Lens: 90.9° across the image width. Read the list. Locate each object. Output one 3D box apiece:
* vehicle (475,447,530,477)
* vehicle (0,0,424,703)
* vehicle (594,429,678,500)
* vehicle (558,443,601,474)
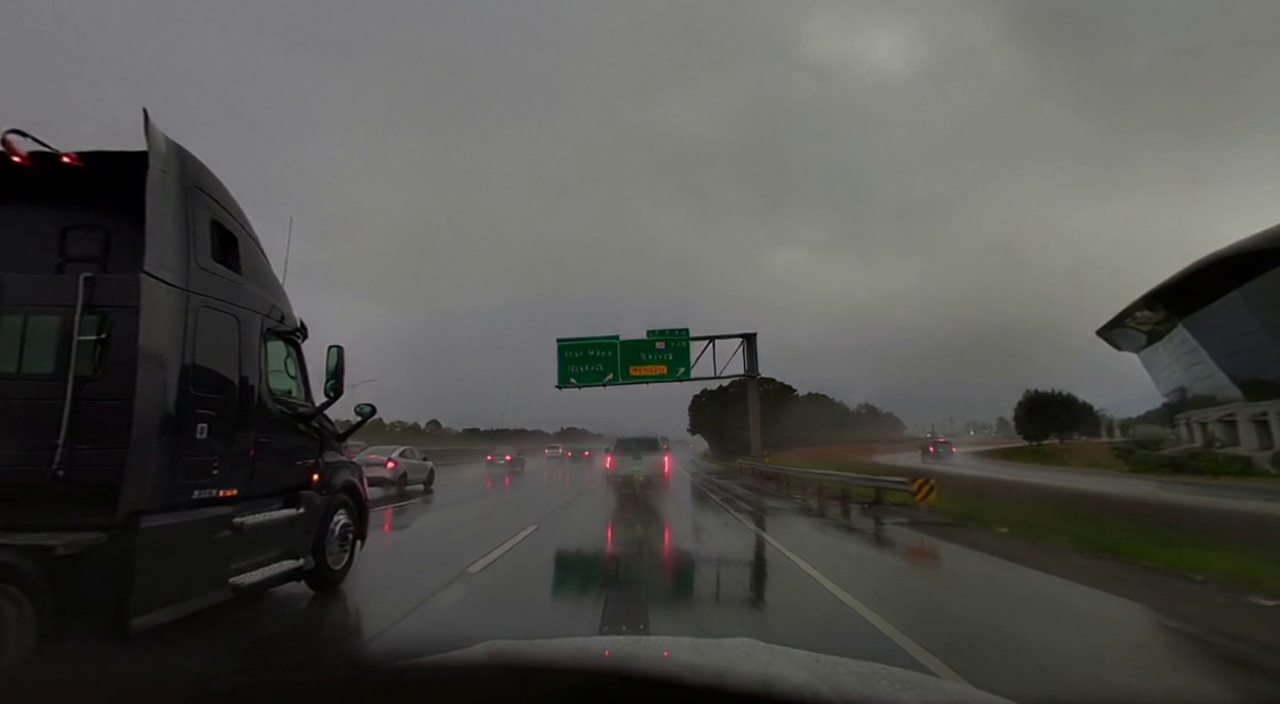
[{"bbox_3d":[-7.131,5.747,33.180,1.869,1.466,4.217,0,-9,1],"label":"vehicle"},{"bbox_3d":[-3.869,-0.460,2.024,2.990,3.885,8.540,0,-9,2],"label":"vehicle"},{"bbox_3d":[-0.071,3.170,18.090,2.152,1.779,3.924,0,-9,1],"label":"vehicle"},{"bbox_3d":[-3.440,6.136,36.588,1.952,1.649,4.131,0,-9,1],"label":"vehicle"}]
